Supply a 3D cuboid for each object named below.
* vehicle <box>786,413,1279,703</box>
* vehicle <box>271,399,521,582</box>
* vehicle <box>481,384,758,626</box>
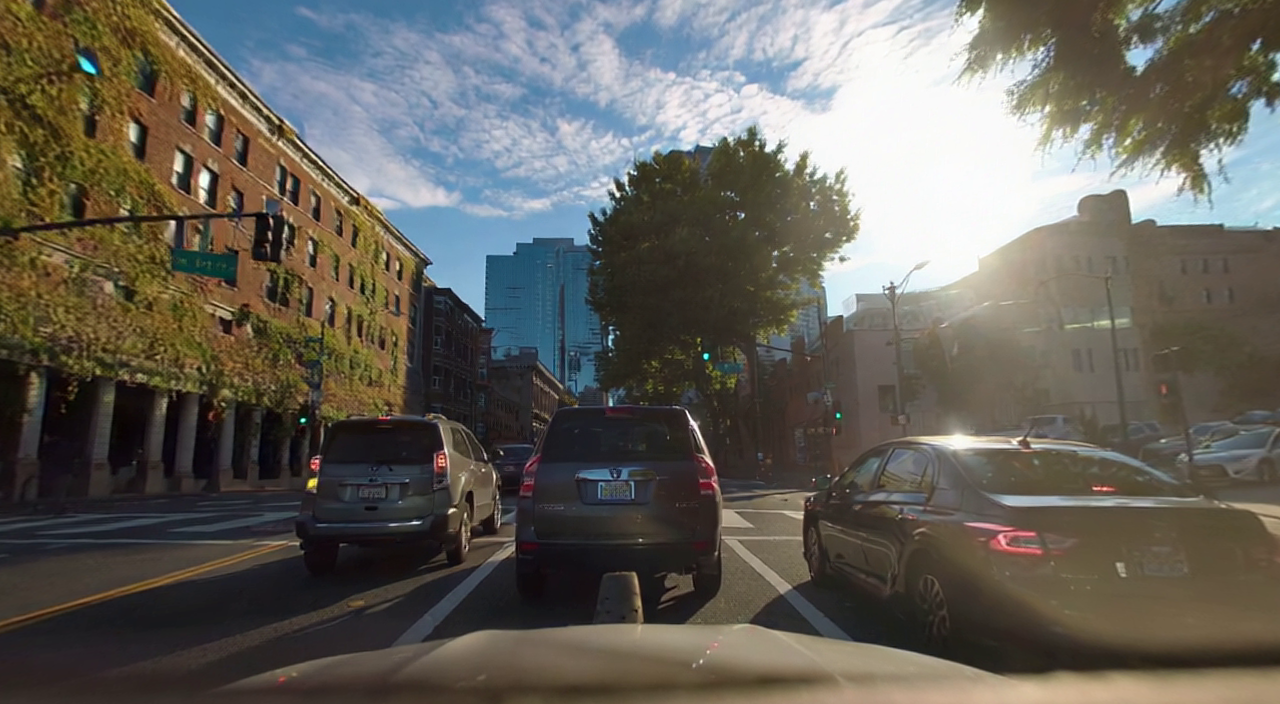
[{"bbox_3d":[2.578,1.306,4.825,1.852,1.462,4.155,0,-8,-1],"label":"vehicle"},{"bbox_3d":[-2.850,1.703,8.538,1.855,1.812,4.244,0,-8,-3],"label":"vehicle"},{"bbox_3d":[-0.140,1.503,7.166,2.105,1.842,4.537,0,-8,0],"label":"vehicle"}]
